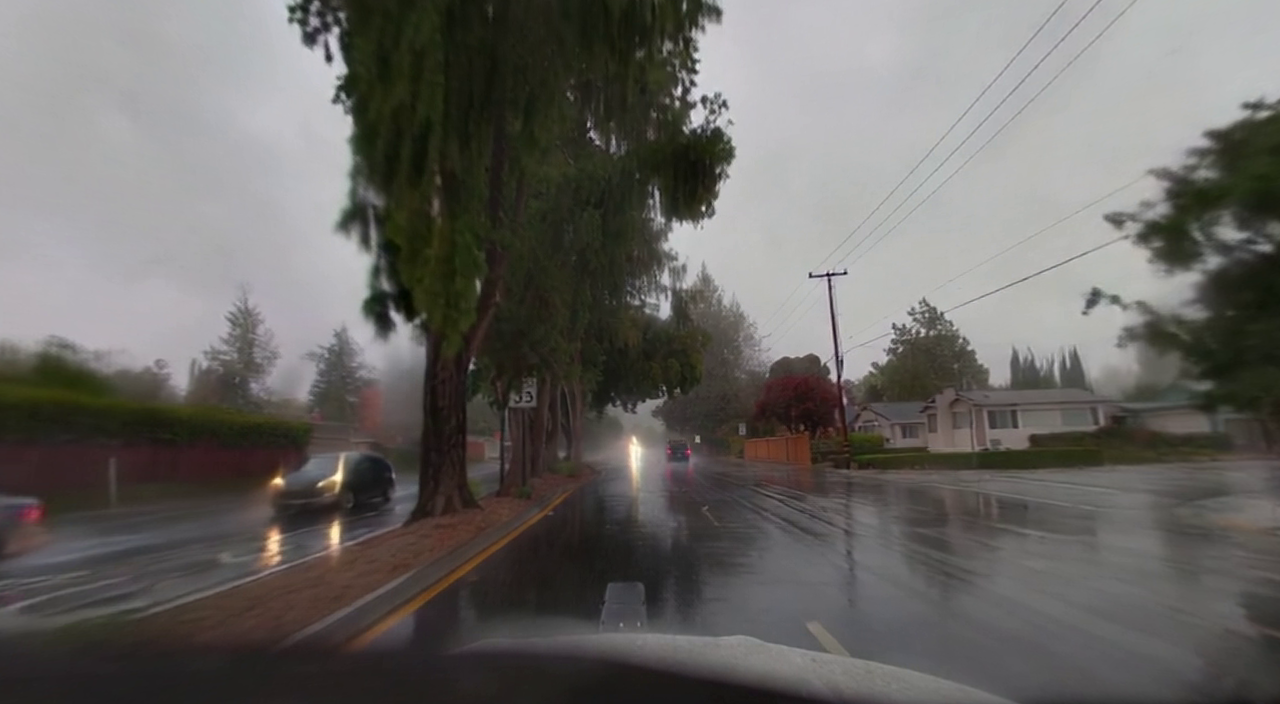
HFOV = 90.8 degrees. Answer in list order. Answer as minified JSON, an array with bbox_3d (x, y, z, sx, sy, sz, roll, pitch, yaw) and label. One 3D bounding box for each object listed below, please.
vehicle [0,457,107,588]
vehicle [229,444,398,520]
[{"bbox_3d":[-8.403,1.867,6.484,1.939,1.469,4.465,0,-9,0],"label":"vehicle"},{"bbox_3d":[-8.472,3.369,17.010,2.054,1.746,4.507,0,-9,1],"label":"vehicle"}]
